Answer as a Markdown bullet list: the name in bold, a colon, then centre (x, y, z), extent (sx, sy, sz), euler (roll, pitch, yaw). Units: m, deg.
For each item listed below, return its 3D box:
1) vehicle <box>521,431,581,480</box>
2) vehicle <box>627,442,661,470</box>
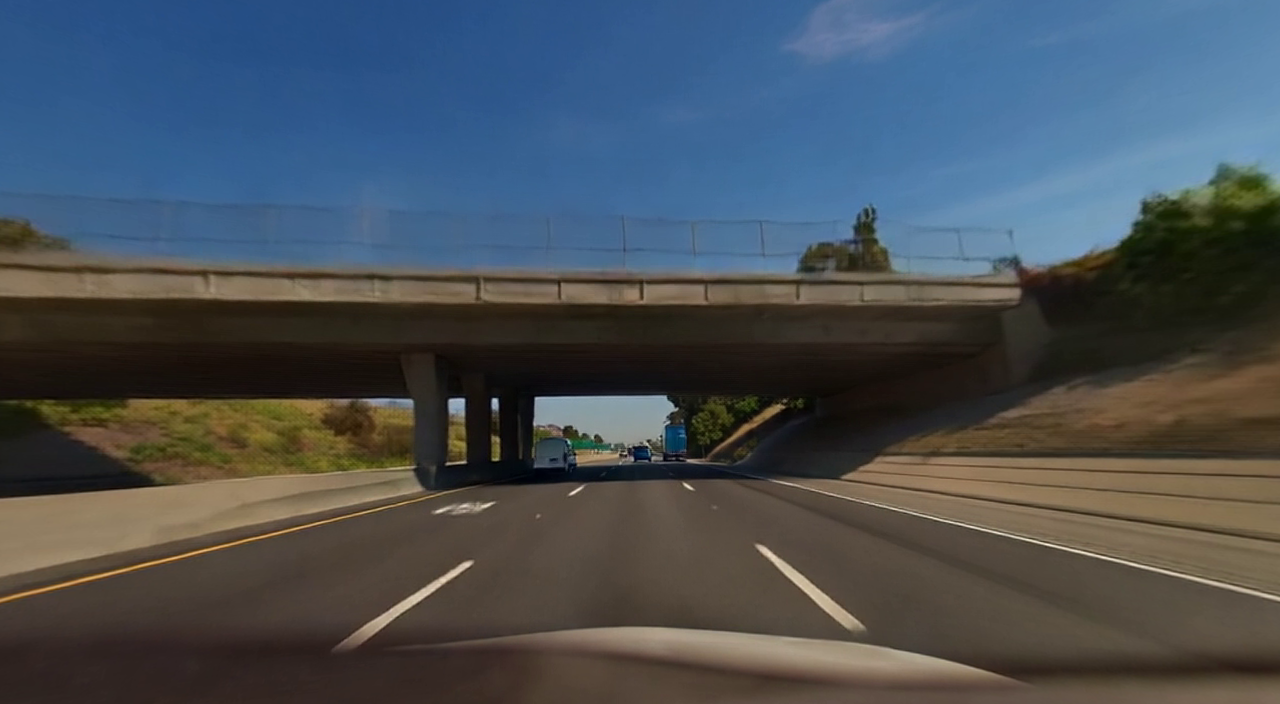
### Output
- **vehicle**: centre (-3.930, 4.696, 28.582), extent (1.955, 2.004, 4.792), euler (0, -9, 0)
- **vehicle**: centre (0.289, 7.057, 42.770), extent (2.166, 1.747, 4.299), euler (0, -9, 1)
